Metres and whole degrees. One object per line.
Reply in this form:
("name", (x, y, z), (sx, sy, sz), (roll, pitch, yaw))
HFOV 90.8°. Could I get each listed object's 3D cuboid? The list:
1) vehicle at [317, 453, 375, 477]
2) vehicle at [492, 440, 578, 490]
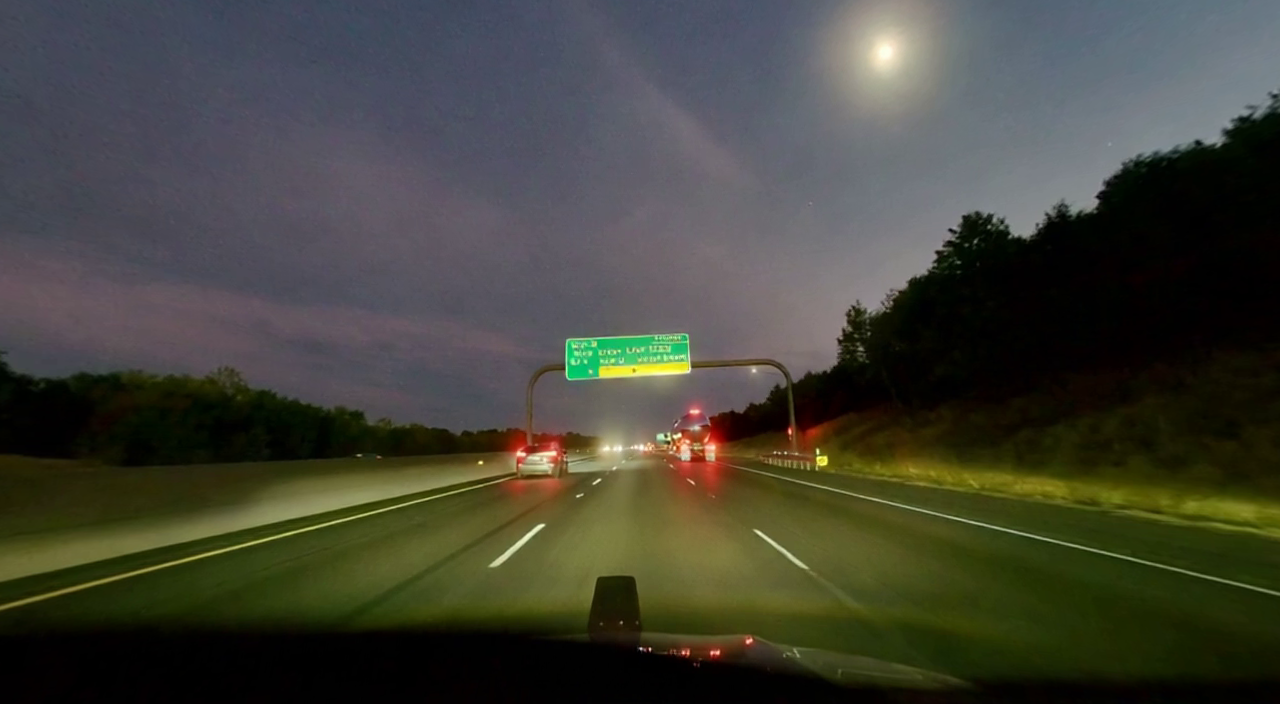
("vehicle", (-19.213, 7.375, 41.394), (1.802, 1.477, 4.140), (0, -9, 0))
("vehicle", (-3.330, 3.711, 20.985), (1.986, 1.458, 4.506), (0, -9, 1))
